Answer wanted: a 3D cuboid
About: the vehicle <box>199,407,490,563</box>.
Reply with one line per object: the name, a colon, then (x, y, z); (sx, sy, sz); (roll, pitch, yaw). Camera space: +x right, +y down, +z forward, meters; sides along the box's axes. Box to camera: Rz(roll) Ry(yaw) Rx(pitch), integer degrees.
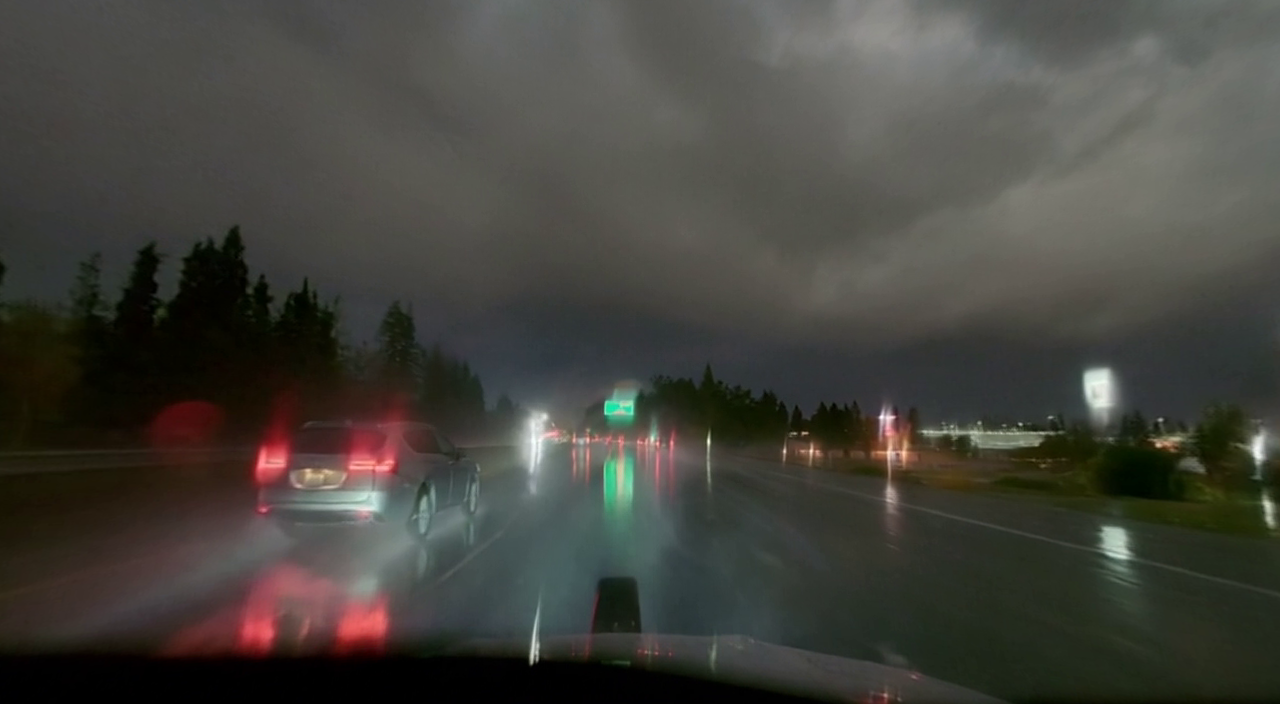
vehicle: (-3.686, 1.730, 8.946); (2.074, 1.652, 4.273); (0, -8, 0)
